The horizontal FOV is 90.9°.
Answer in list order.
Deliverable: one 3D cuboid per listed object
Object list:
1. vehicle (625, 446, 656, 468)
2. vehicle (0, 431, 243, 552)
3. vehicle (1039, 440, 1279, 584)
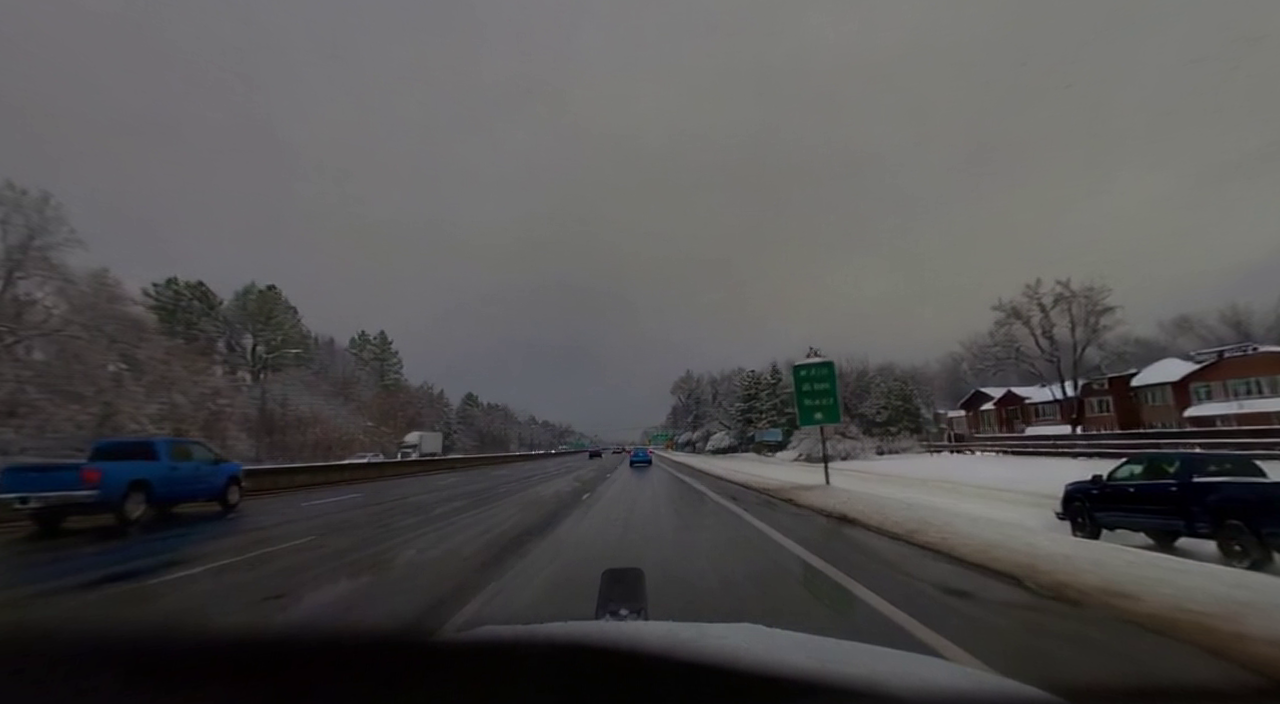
[{"bbox_3d":[0.015,7.226,43.528,2.051,1.443,3.770,0,-8,0],"label":"vehicle"},{"bbox_3d":[-9.889,2.381,11.584,2.121,1.743,4.673,0,-8,0],"label":"vehicle"},{"bbox_3d":[9.935,2.437,10.333,2.599,1.962,5.759,1,-8,-6],"label":"vehicle"}]
